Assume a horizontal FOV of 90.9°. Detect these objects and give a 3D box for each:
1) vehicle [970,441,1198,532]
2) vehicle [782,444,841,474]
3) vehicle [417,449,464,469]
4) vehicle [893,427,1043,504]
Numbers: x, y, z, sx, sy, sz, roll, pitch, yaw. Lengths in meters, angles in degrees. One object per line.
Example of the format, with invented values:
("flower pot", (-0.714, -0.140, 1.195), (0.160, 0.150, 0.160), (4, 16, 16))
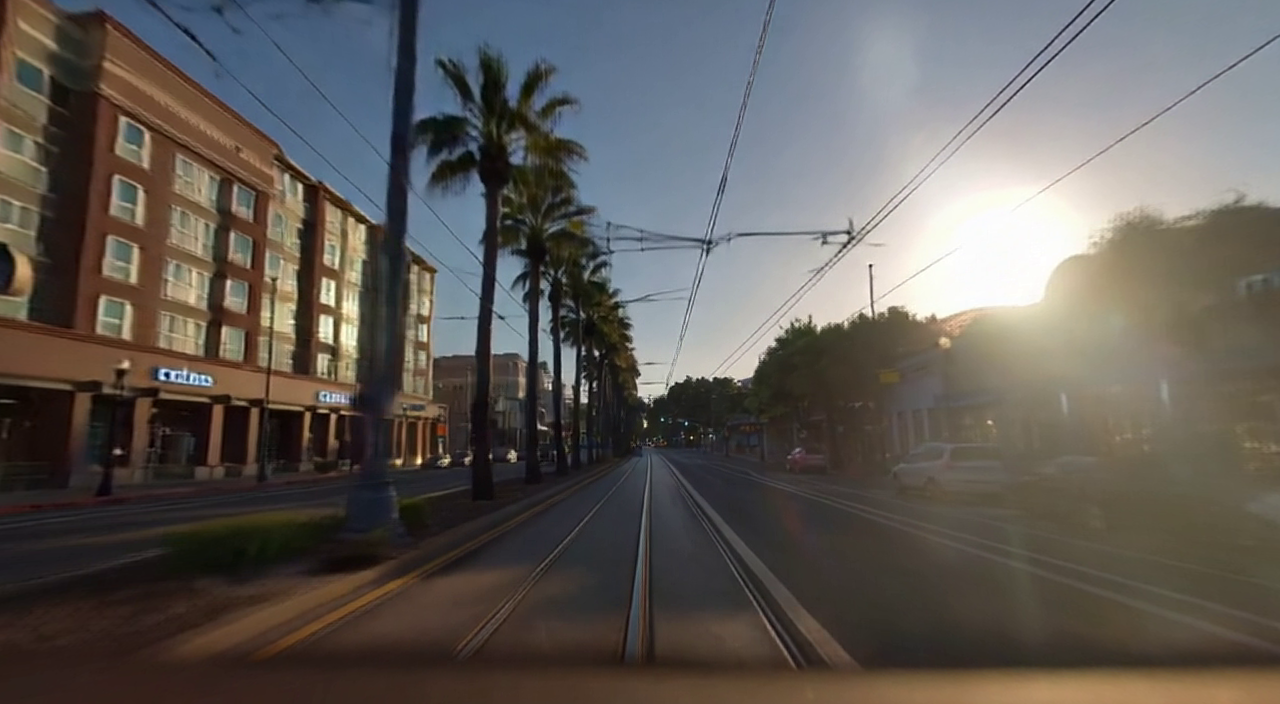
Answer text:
("vehicle", (8.441, 2.541, 12.513), (1.715, 1.500, 3.910), (0, -8, 1))
("vehicle", (9.184, 5.763, 34.152), (1.822, 1.494, 4.385), (0, -8, -2))
("vehicle", (-15.270, 8.207, 48.544), (1.993, 1.464, 4.740), (0, -8, 1))
("vehicle", (8.789, 3.057, 17.370), (1.900, 1.846, 4.002), (0, -8, -1))
